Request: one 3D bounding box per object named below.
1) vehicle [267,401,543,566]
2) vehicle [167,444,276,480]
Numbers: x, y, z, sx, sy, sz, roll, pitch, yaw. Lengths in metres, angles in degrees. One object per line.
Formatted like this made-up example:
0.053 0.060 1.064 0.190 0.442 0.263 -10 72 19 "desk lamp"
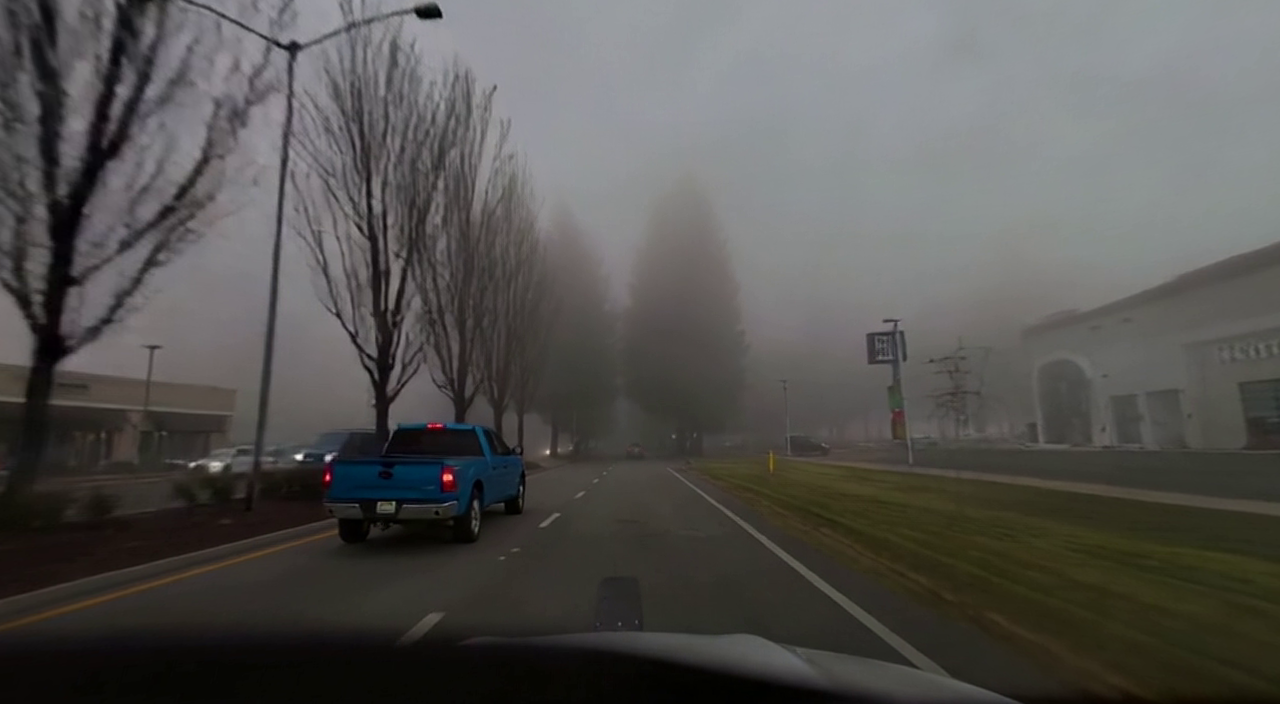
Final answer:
-3.000 1.838 9.666 2.065 1.790 5.417 0 -8 1 "vehicle"
-21.404 5.621 32.522 2.224 1.668 5.022 -2 -9 0 "vehicle"
